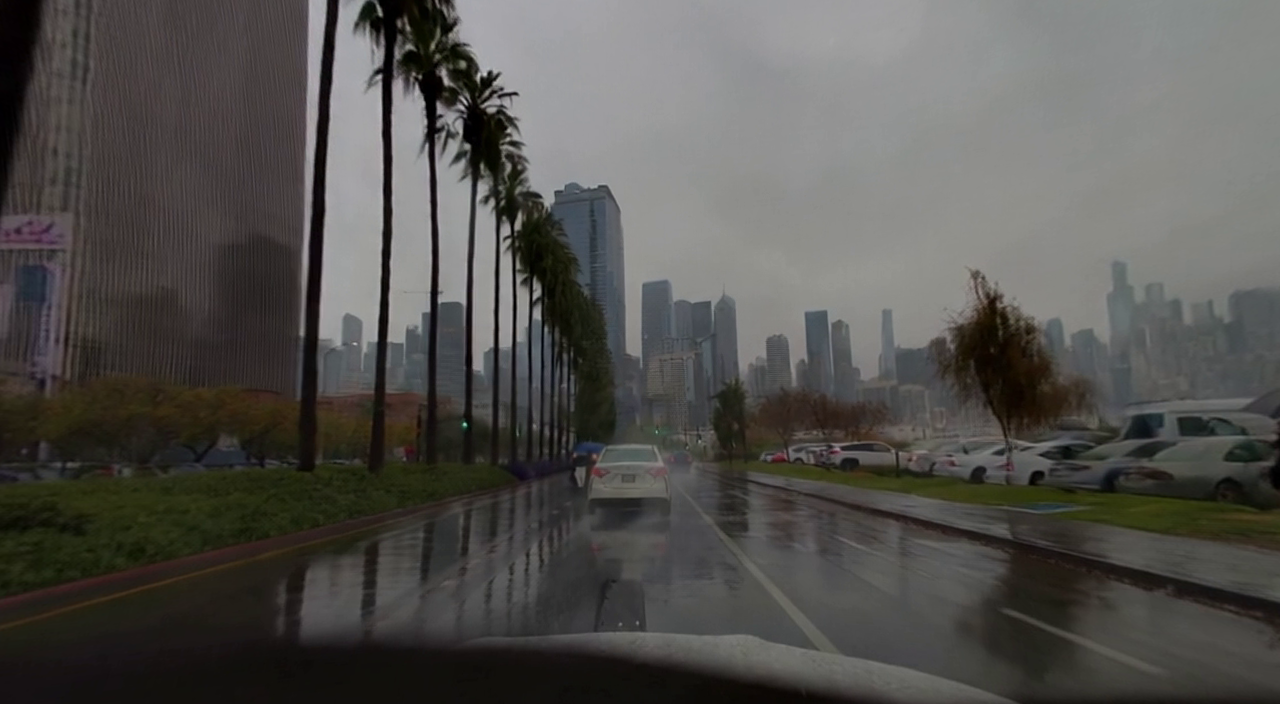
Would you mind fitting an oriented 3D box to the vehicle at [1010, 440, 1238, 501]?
[{"bbox_3d":[12.841,3.136,16.942,4.363,1.488,2.248,1,-9,-4],"label":"vehicle"}]

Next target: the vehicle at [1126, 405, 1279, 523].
[{"bbox_3d":[12.922,1.987,11.849,5.301,1.962,2.431,-3,-8,4],"label":"vehicle"}]

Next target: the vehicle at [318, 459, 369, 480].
[{"bbox_3d":[-23.391,9.276,49.881,1.860,1.420,4.472,0,-8,0],"label":"vehicle"}]

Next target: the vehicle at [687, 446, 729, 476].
[{"bbox_3d":[4.305,7.006,40.652,2.136,1.774,4.778,0,-8,0],"label":"vehicle"}]

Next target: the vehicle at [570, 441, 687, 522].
[{"bbox_3d":[-0.201,2.775,14.033,2.235,1.528,3.876,0,-8,1],"label":"vehicle"}]
